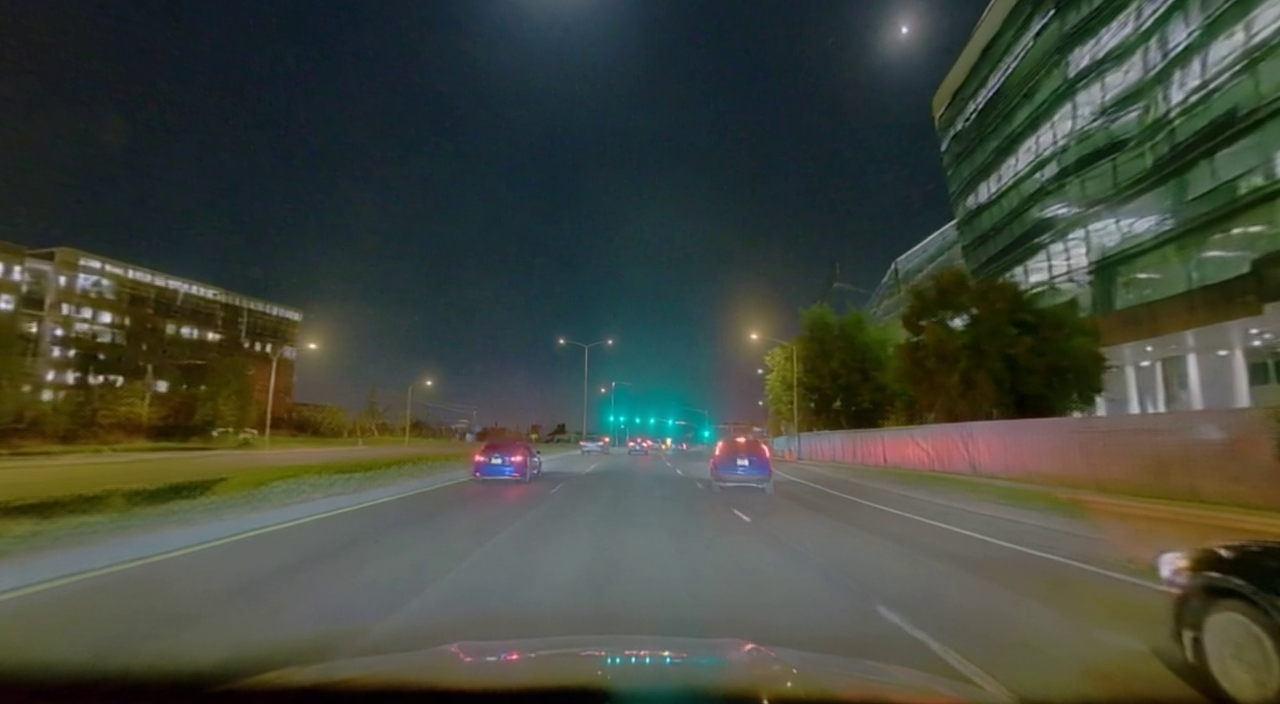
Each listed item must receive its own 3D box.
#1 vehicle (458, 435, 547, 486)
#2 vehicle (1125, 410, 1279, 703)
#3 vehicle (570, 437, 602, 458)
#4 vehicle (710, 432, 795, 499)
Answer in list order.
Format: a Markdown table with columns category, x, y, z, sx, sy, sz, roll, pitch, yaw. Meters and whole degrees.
| category | x | y | z | sx | sy | sz | roll | pitch | yaw |
| --- | --- | --- | --- | --- | --- | --- | --- | --- | --- |
| vehicle | -4.202 | 3.353 | 19.895 | 1.848 | 1.406 | 4.013 | 0 | -8 | 1 |
| vehicle | 3.721 | 0.847 | 1.662 | 1.784 | 1.471 | 3.935 | 0 | -8 | 1 |
| vehicle | -4.046 | 7.212 | 47.701 | 1.888 | 1.486 | 4.310 | 0 | -8 | 1 |
| vehicle | 2.805 | 2.865 | 16.387 | 1.913 | 1.499 | 3.581 | -1 | -8 | 7 |
